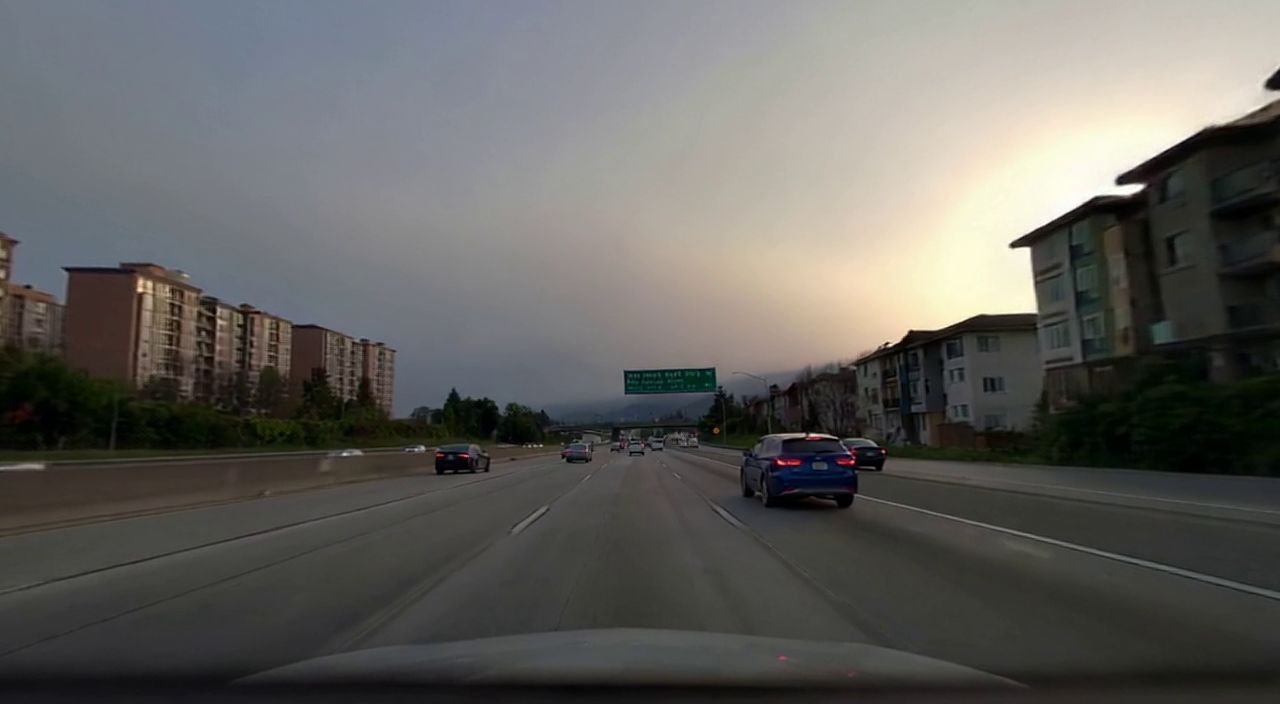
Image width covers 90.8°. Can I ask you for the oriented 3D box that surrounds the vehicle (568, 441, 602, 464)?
[{"bbox_3d":[-3.713,6.855,43.197,2.002,1.466,4.378,0,-9,0],"label":"vehicle"}]

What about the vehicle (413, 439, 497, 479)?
[{"bbox_3d":[-7.478,4.358,26.052,2.021,1.496,4.495,0,-9,1],"label":"vehicle"}]

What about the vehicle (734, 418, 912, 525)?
[{"bbox_3d":[3.265,2.239,12.329,2.080,1.694,4.286,0,-9,-1],"label":"vehicle"}]
